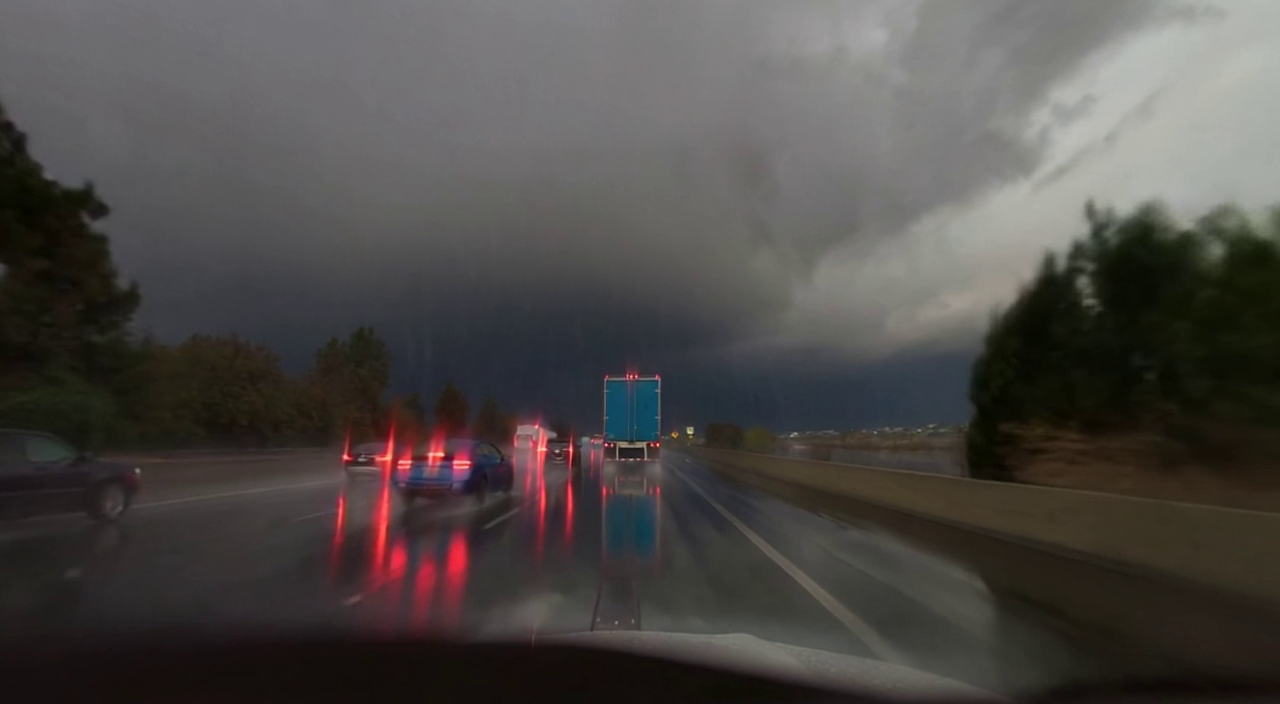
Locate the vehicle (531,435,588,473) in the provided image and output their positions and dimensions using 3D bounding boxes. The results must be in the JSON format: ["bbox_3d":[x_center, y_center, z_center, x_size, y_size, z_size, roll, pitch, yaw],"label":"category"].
[{"bbox_3d":[-3.763,4.863,30.223,2.158,1.680,4.087,0,-8,1],"label":"vehicle"}]

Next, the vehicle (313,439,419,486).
[{"bbox_3d":[-9.599,3.884,22.481,1.863,1.474,4.278,0,-8,0],"label":"vehicle"}]

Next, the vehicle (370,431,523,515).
[{"bbox_3d":[-4.103,2.624,14.163,2.164,1.582,3.979,0,-8,0],"label":"vehicle"}]

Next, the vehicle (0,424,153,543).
[{"bbox_3d":[-9.561,1.843,8.957,1.952,1.590,4.090,0,-8,0],"label":"vehicle"}]

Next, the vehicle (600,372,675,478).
[{"bbox_3d":[-0.276,3.584,29.873,2.913,4.113,10.724,0,-8,-2],"label":"vehicle"}]
